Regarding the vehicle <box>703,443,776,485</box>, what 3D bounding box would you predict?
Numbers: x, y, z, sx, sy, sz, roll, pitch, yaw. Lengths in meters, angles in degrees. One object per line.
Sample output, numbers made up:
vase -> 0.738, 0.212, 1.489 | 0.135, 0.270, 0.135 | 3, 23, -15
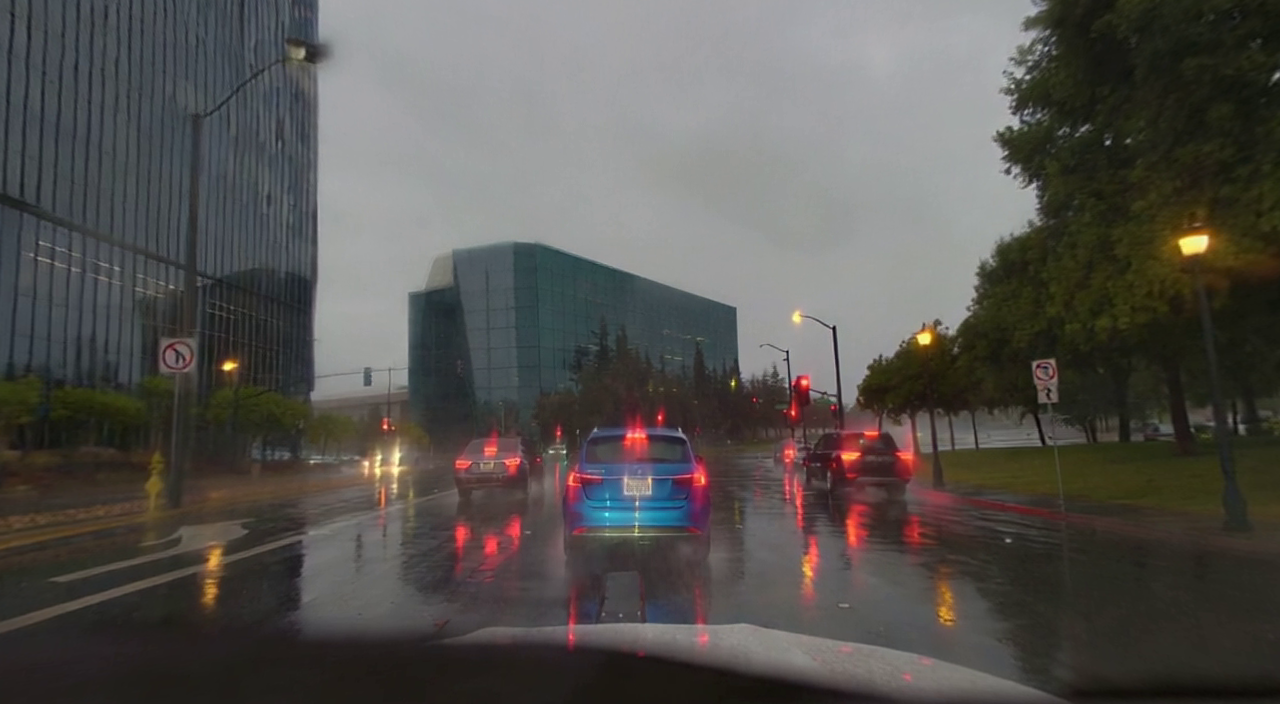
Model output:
vehicle -> 3.725, 4.259, 24.457 | 2.082, 1.445, 4.426 | 0, -8, 0

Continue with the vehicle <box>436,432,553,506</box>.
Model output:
vehicle -> -3.614, 2.977, 16.553 | 2.068, 1.678, 4.199 | 0, -8, 0

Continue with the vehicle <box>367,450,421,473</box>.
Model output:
vehicle -> -16.630, 7.383, 42.965 | 1.826, 1.422, 4.490 | 0, -8, 0

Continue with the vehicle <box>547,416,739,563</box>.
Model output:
vehicle -> 0.018, 1.887, 9.404 | 2.207, 1.659, 4.155 | 0, -8, 0
